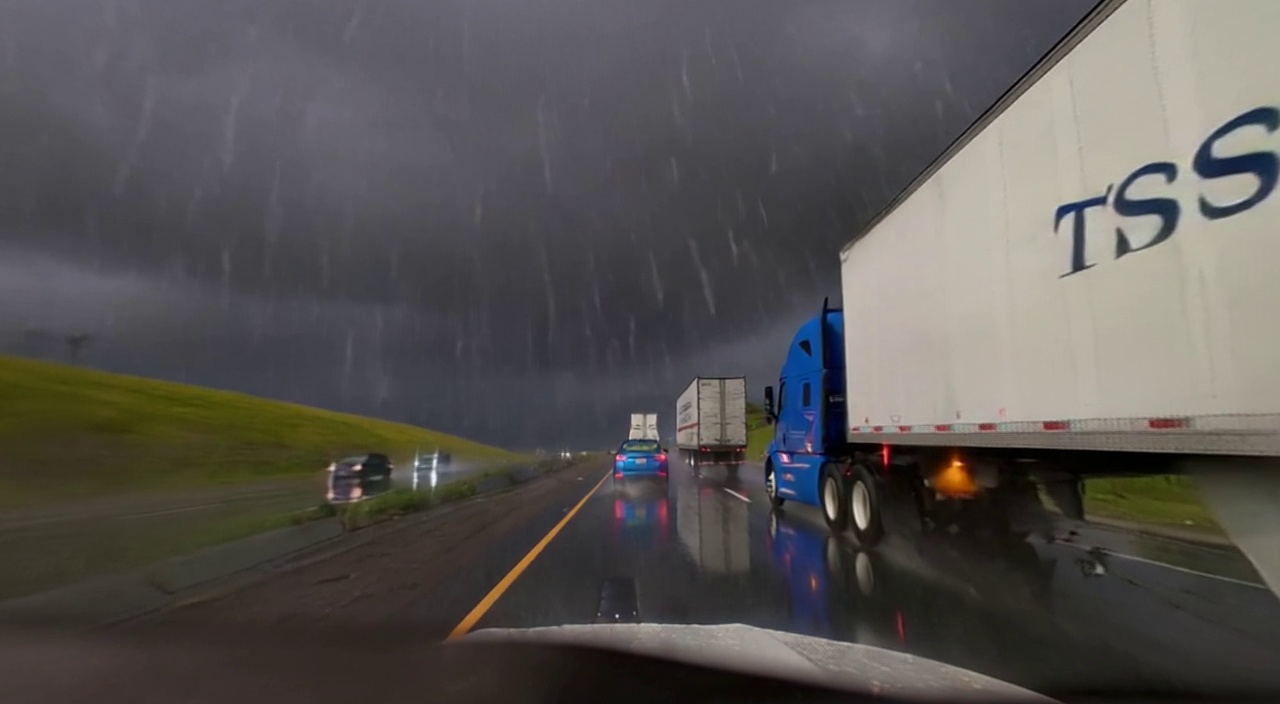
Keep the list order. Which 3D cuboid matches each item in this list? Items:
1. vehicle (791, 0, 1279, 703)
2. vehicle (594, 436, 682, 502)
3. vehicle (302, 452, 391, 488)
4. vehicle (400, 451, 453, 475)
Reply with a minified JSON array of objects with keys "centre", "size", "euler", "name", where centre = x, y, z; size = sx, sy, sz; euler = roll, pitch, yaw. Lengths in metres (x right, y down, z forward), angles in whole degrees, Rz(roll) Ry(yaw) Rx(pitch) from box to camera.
[{"centre":[4.342,-0.462,2.857],"size":[3.410,4.438,14.410],"euler":[0,-8,-1],"name":"vehicle"},{"centre":[-0.073,2.992,16.578],"size":[2.045,1.507,3.763],"euler":[-1,-8,-1],"name":"vehicle"},{"centre":[-14.263,5.725,30.930],"size":[2.046,1.490,4.634],"euler":[-1,-8,2],"name":"vehicle"},{"centre":[-14.911,7.773,44.144],"size":[2.081,1.476,4.233],"euler":[-1,-8,2],"name":"vehicle"}]
